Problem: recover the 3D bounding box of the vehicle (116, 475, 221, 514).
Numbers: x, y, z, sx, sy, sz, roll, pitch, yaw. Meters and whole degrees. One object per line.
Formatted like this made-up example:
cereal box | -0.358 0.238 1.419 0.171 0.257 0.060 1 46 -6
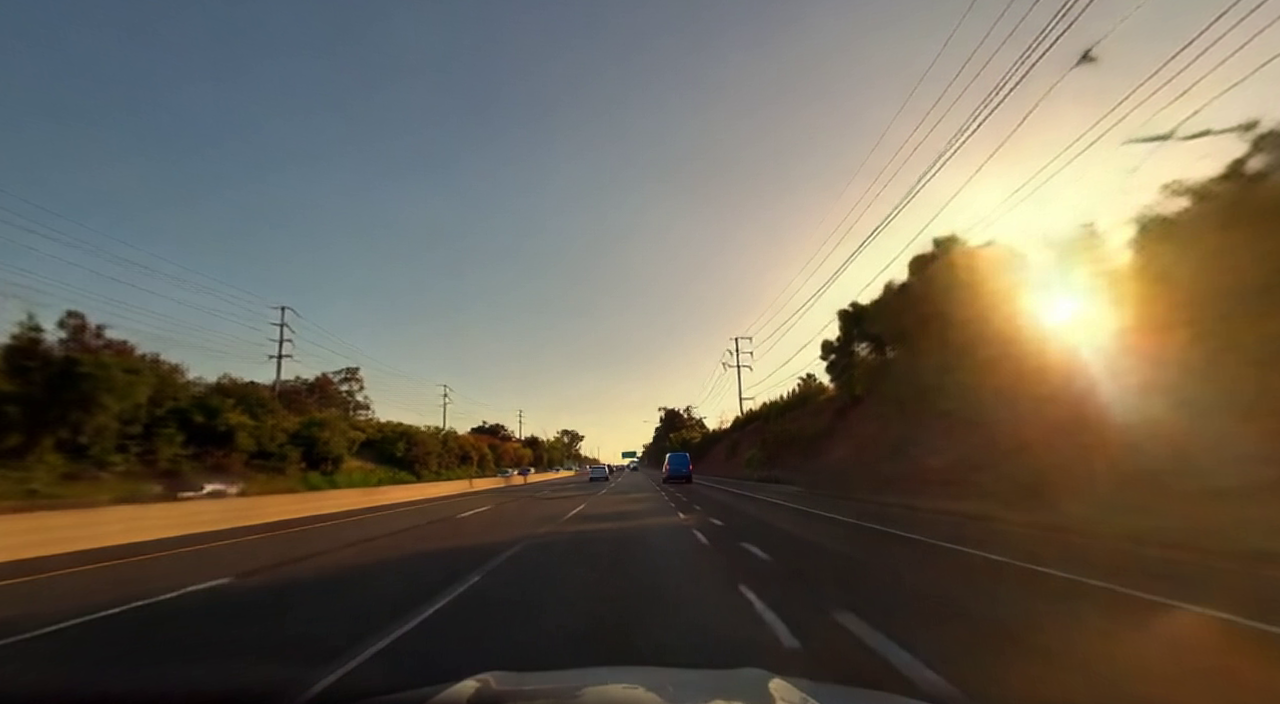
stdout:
vehicle | -21.296 6.434 28.643 1.802 1.569 3.731 1 -11 0
